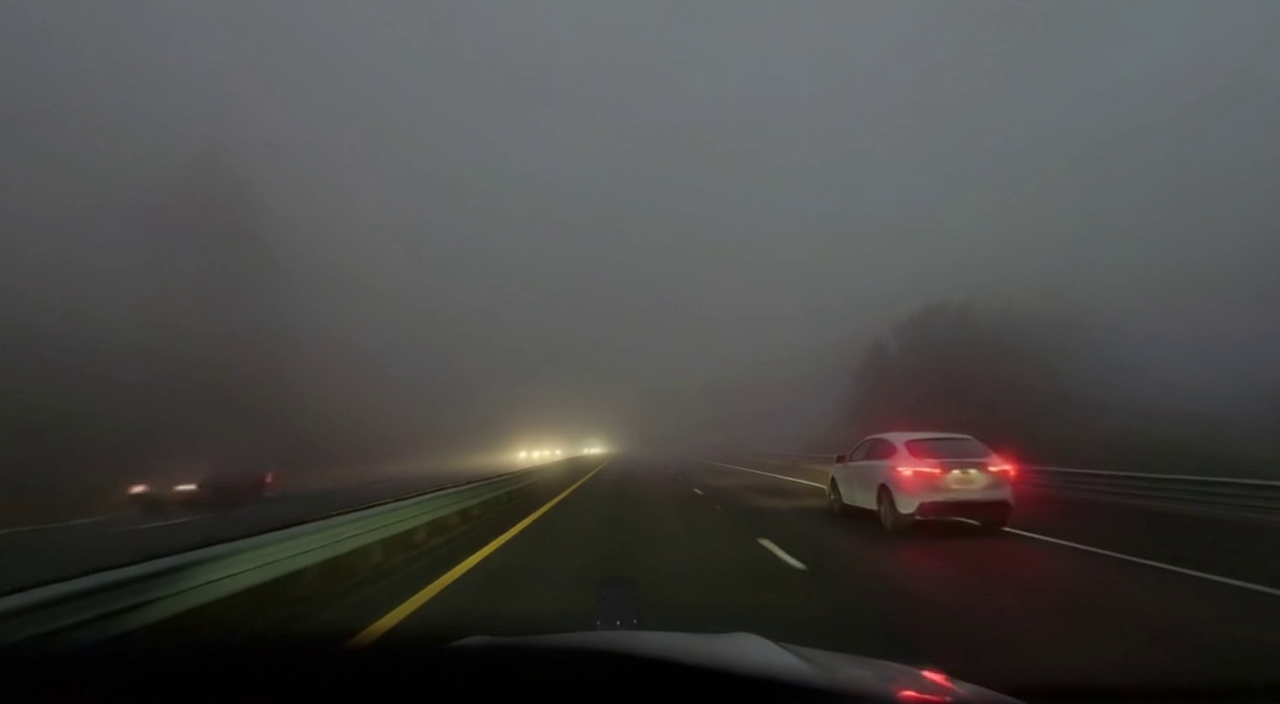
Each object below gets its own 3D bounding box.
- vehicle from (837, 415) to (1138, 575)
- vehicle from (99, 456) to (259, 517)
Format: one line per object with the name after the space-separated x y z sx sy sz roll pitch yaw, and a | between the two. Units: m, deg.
4.086 1.725 8.330 2.001 1.555 4.098 -2 -9 7 | vehicle
-13.810 4.004 19.148 1.899 1.556 3.999 0 -9 -2 | vehicle
